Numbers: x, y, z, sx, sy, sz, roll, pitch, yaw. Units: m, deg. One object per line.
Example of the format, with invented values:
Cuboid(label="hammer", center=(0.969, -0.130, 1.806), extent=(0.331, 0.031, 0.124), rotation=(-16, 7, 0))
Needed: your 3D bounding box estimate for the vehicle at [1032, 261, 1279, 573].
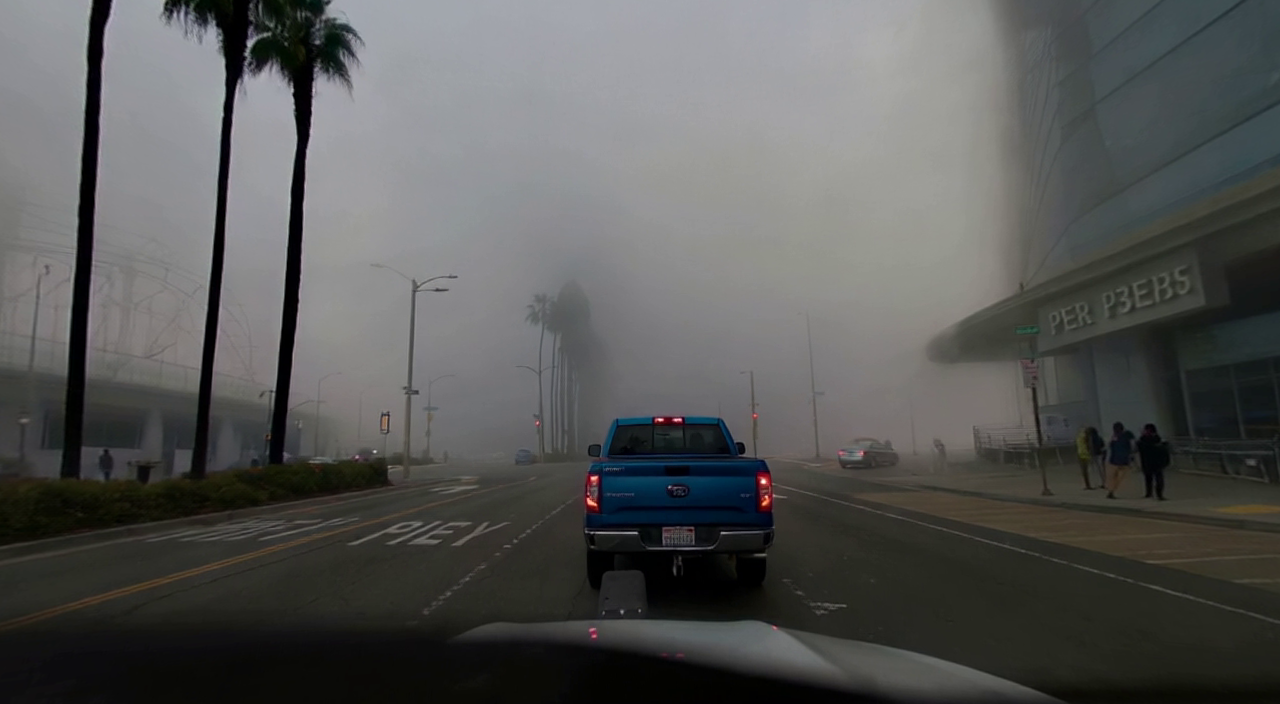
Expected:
Cuboid(label="vehicle", center=(7.844, 0.874, 8.578), extent=(2.666, 3.345, 3.622), rotation=(-3, -9, 7))

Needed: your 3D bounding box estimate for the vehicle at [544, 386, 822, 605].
Cuboid(label="vehicle", center=(0.404, 1.587, 7.981), extent=(2.311, 1.819, 5.255), rotation=(0, -8, 1))
